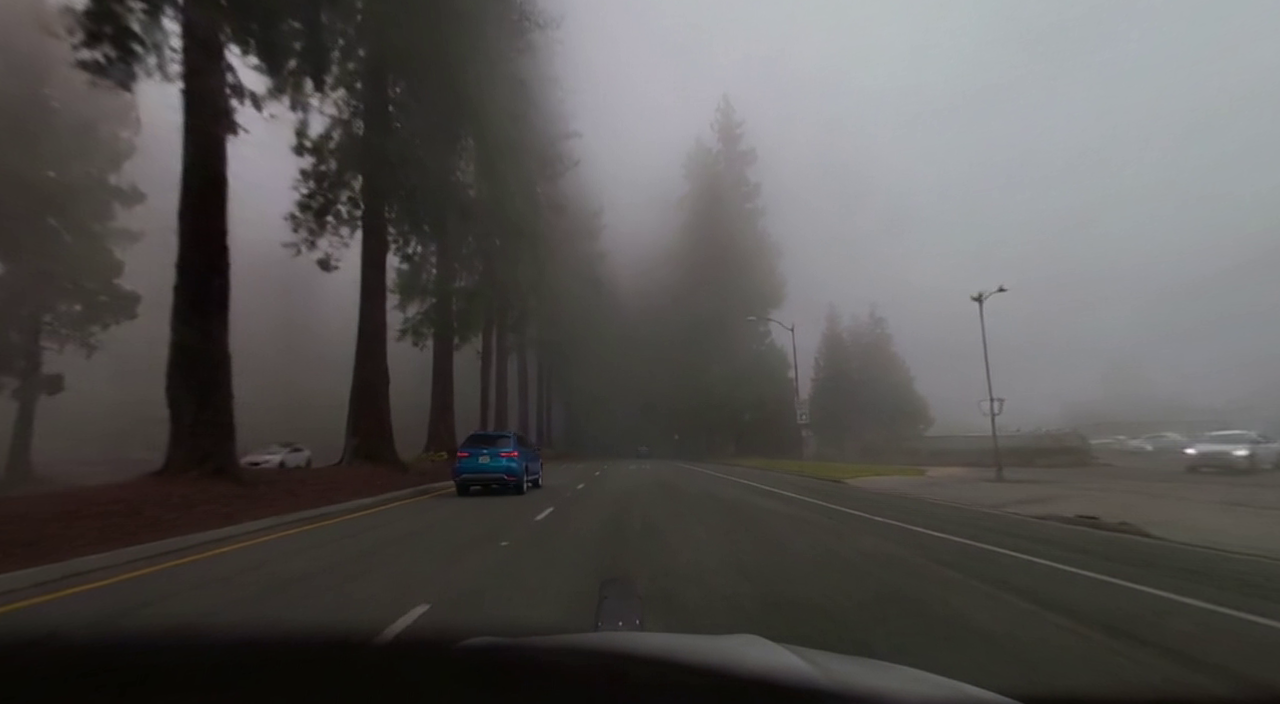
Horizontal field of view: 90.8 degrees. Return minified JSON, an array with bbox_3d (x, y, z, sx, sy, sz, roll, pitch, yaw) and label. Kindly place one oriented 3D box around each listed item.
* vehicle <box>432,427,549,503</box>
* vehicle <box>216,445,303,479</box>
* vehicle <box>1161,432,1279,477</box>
[{"bbox_3d":[-3.772,2.933,16.833,2.078,1.748,4.279,0,-8,0],"label":"vehicle"},{"bbox_3d":[-22.046,6.379,36.865,2.117,1.827,4.770,0,-8,0],"label":"vehicle"},{"bbox_3d":[20.916,3.612,22.458,3.818,1.482,1.729,3,-8,-17],"label":"vehicle"}]
